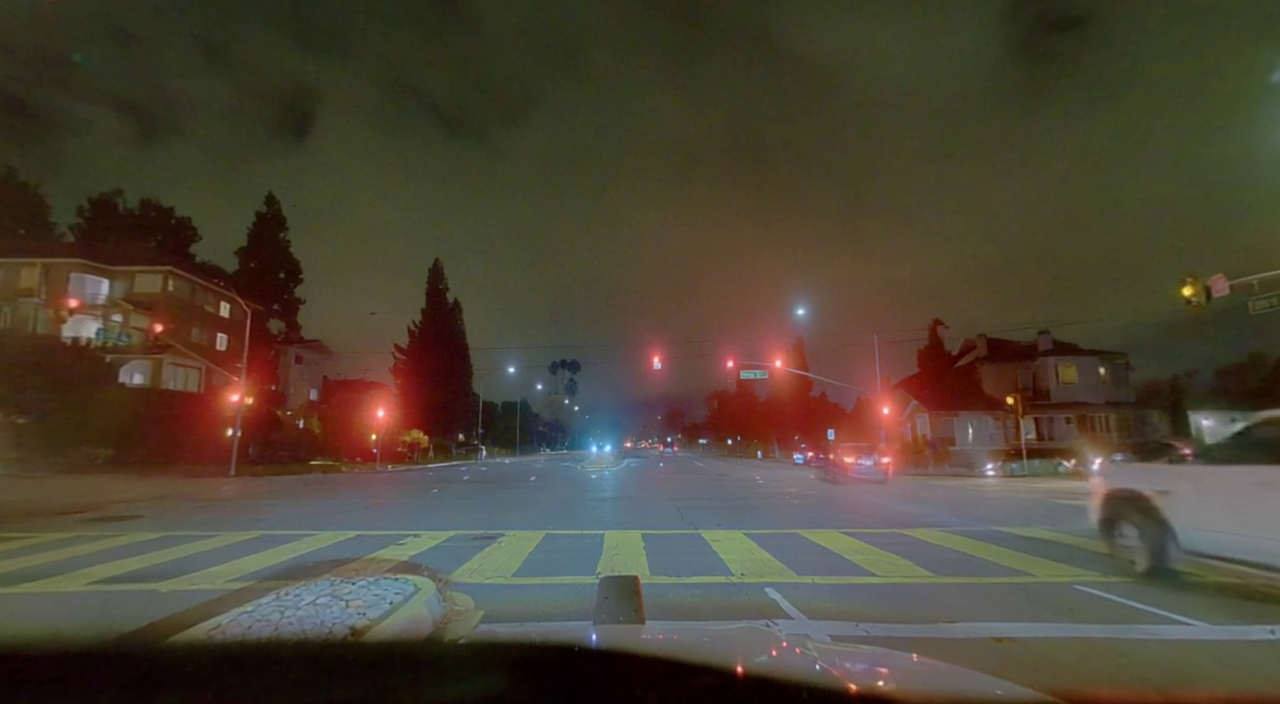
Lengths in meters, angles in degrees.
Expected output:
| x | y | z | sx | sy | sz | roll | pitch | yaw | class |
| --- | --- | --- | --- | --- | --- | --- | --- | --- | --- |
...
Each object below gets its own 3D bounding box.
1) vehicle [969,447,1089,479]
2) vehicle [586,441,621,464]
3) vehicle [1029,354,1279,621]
| x | y | z | sx | sy | sz | roll | pitch | yaw | class |
| --- | --- | --- | --- | --- | --- | --- | --- | --- | --- |
| 19.744 | 5.627 | 32.224 | 4.874 | 1.544 | 1.779 | 0 | -9 | 1 | vehicle |
| -2.383 | 6.711 | 42.285 | 2.045 | 1.484 | 3.991 | 0 | -9 | 0 | vehicle |
| 6.089 | 1.067 | 5.005 | 2.273 | 2.042 | 5.717 | 0 | -9 | -1 | vehicle |
